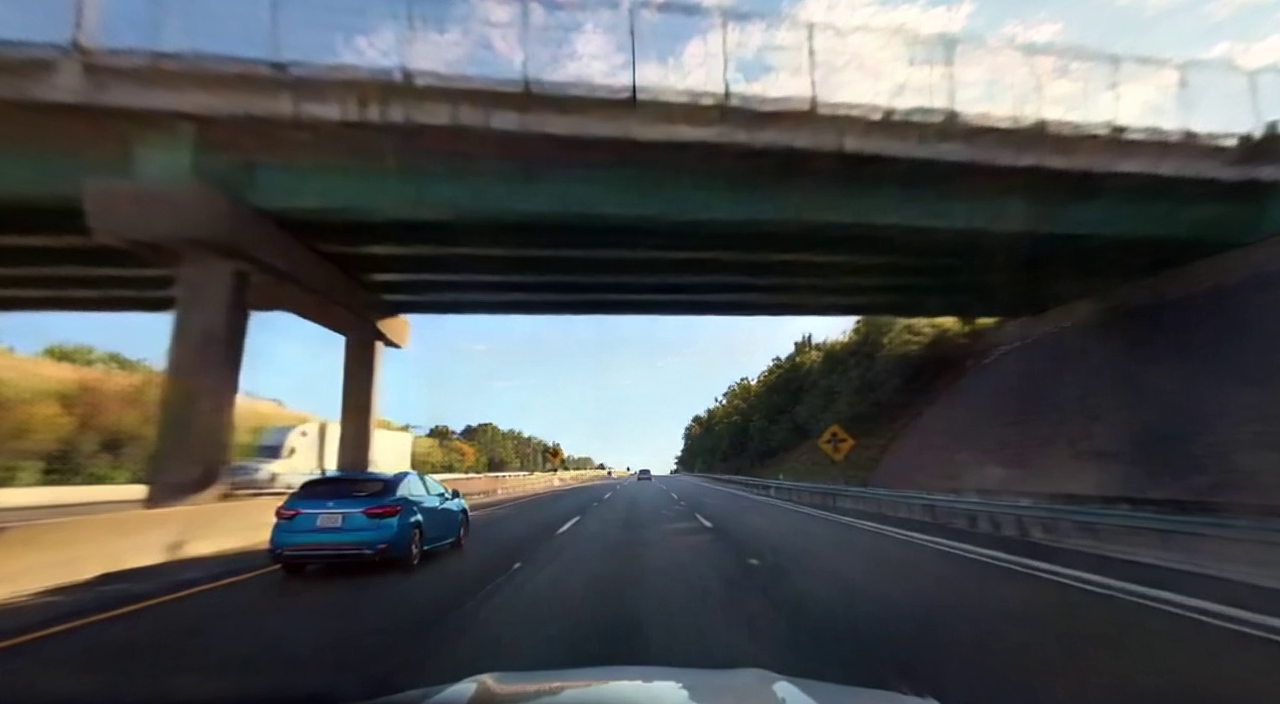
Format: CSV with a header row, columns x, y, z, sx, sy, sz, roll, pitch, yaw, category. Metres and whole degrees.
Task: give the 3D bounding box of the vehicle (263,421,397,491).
x,y,z,sx,sy,sz,roll,pitch,yaw,category
-19.588,6.854,40.844,2.981,3.841,10.691,0,-11,1,vehicle
